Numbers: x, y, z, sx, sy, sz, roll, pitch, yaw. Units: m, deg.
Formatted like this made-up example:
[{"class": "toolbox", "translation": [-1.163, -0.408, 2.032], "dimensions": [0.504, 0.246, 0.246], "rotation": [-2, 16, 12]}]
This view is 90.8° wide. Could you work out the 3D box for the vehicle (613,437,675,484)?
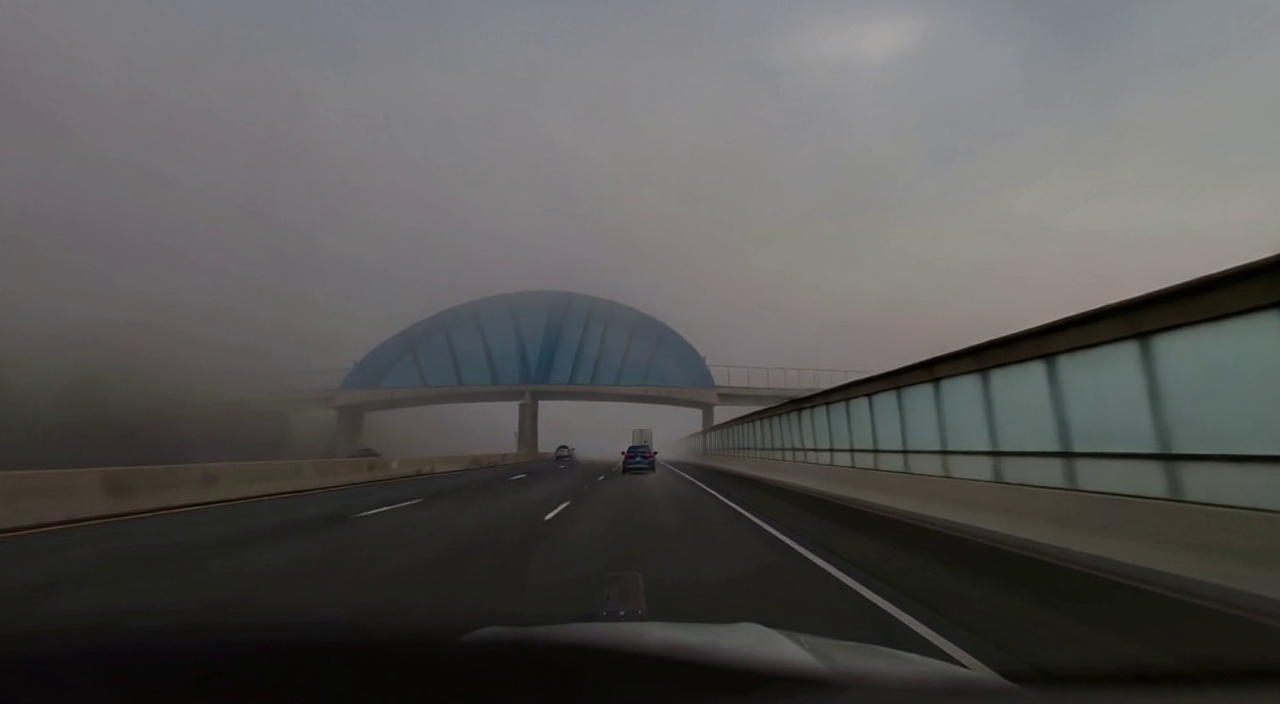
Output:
[{"class": "vehicle", "translation": [0.146, 4.392, 25.851], "dimensions": [2.299, 1.716, 4.579], "rotation": [0, -9, 0]}]
